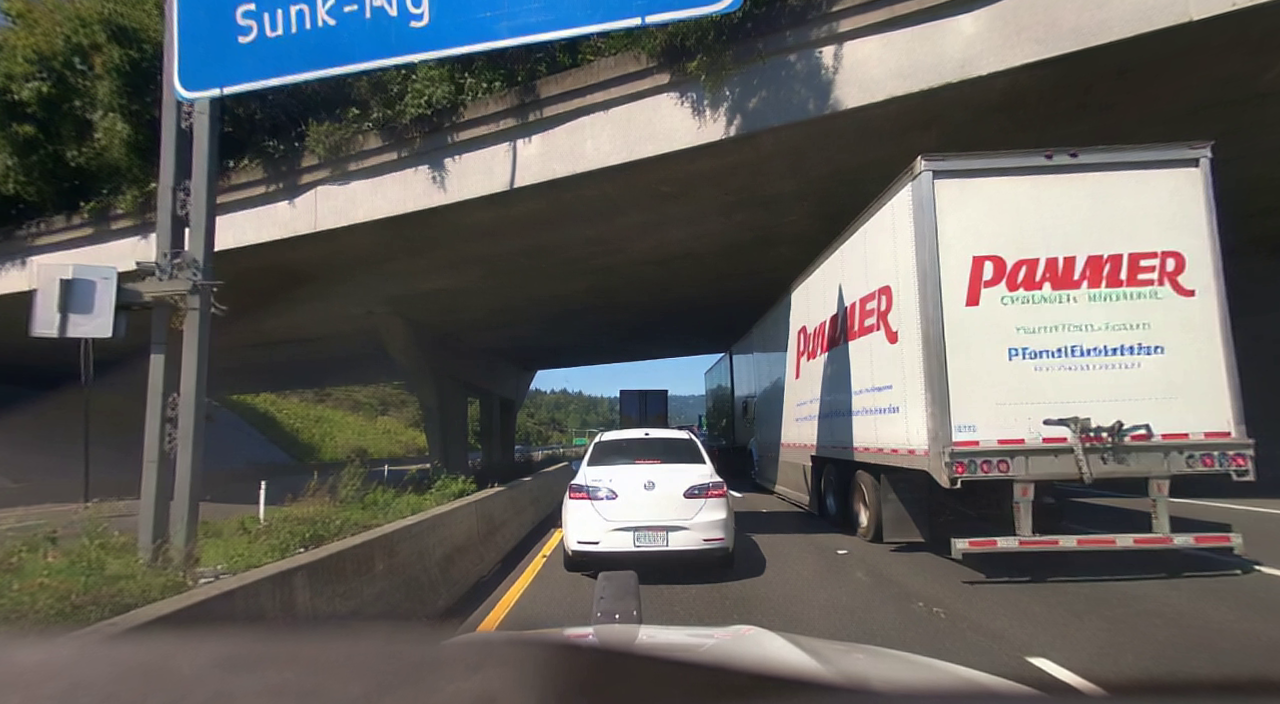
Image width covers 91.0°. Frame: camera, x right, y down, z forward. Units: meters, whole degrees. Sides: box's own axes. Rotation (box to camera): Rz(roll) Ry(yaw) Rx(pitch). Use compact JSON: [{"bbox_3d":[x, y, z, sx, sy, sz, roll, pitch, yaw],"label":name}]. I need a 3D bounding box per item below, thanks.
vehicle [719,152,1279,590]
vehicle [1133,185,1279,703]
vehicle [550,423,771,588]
[{"bbox_3d":[4.184,1.073,12.959,2.827,4.081,14.305,0,-8,-2],"label":"vehicle"},{"bbox_3d":[4.734,0.109,0.631,2.892,2.615,6.650,0,-8,-2],"label":"vehicle"},{"bbox_3d":[0.174,1.682,7.700,2.045,1.490,3.597,-1,-8,0],"label":"vehicle"}]
